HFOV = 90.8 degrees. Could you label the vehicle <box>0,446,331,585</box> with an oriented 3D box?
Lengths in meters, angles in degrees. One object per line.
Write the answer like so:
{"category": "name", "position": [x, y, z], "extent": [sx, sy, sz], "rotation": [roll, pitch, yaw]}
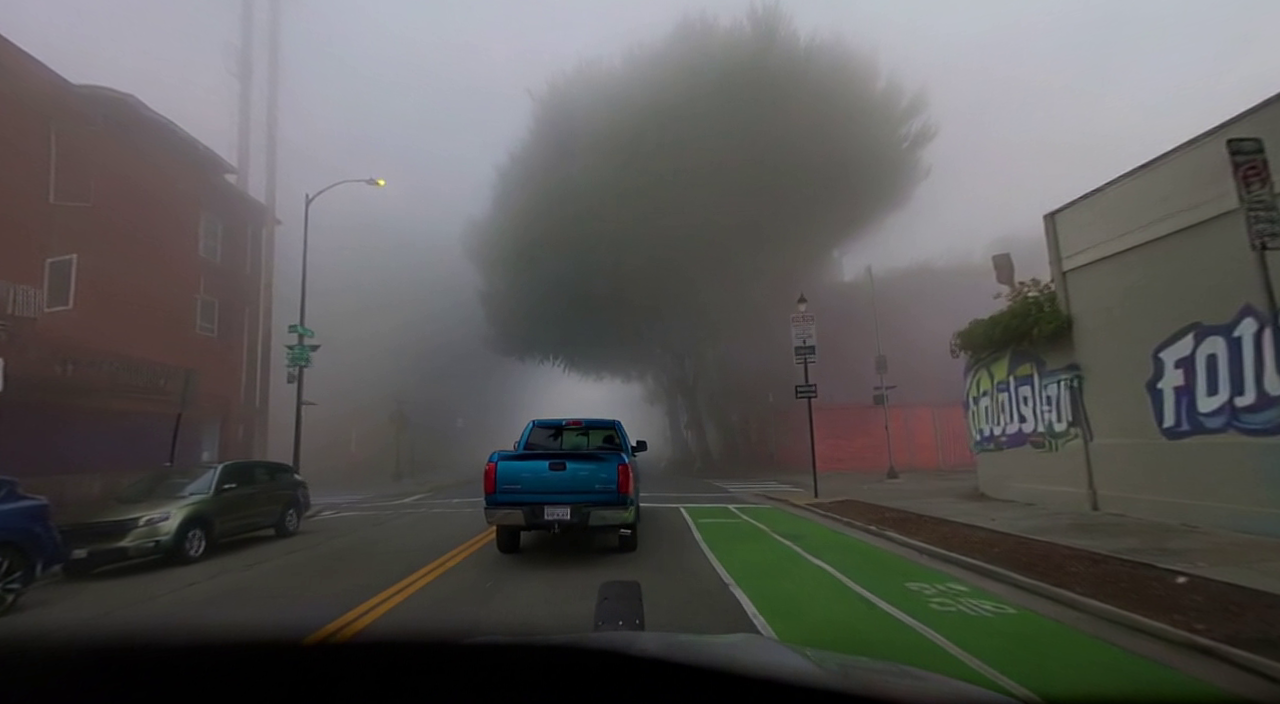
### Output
{"category": "vehicle", "position": [-7.441, 2.480, 10.686], "extent": [1.884, 1.730, 5.076], "rotation": [0, -8, -1]}

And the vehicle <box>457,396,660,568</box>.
{"category": "vehicle", "position": [-0.893, 1.766, 9.320], "extent": [2.215, 1.882, 4.611], "rotation": [0, -8, 0]}
